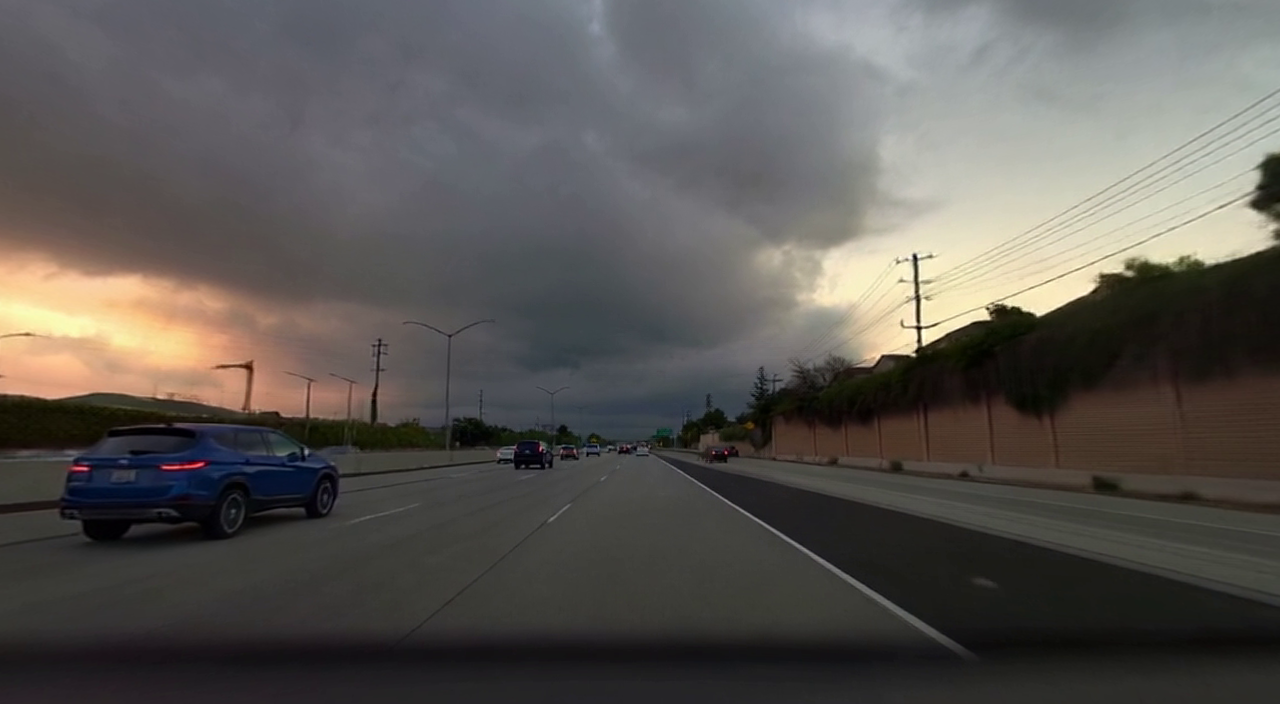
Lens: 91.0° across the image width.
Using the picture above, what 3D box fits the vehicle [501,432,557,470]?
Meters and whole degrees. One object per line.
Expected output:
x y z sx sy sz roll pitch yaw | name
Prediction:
-6.202 5.620 35.854 2.255 1.934 4.868 0 -9 0 | vehicle

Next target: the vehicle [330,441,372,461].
-22.419 7.691 48.930 1.553 1.427 3.557 0 -9 0 | vehicle

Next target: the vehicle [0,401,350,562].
-6.357 1.731 9.080 2.058 1.698 4.567 0 -9 1 | vehicle

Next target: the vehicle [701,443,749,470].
5.025 6.257 37.850 2.251 1.520 4.550 1 -9 -1 | vehicle
